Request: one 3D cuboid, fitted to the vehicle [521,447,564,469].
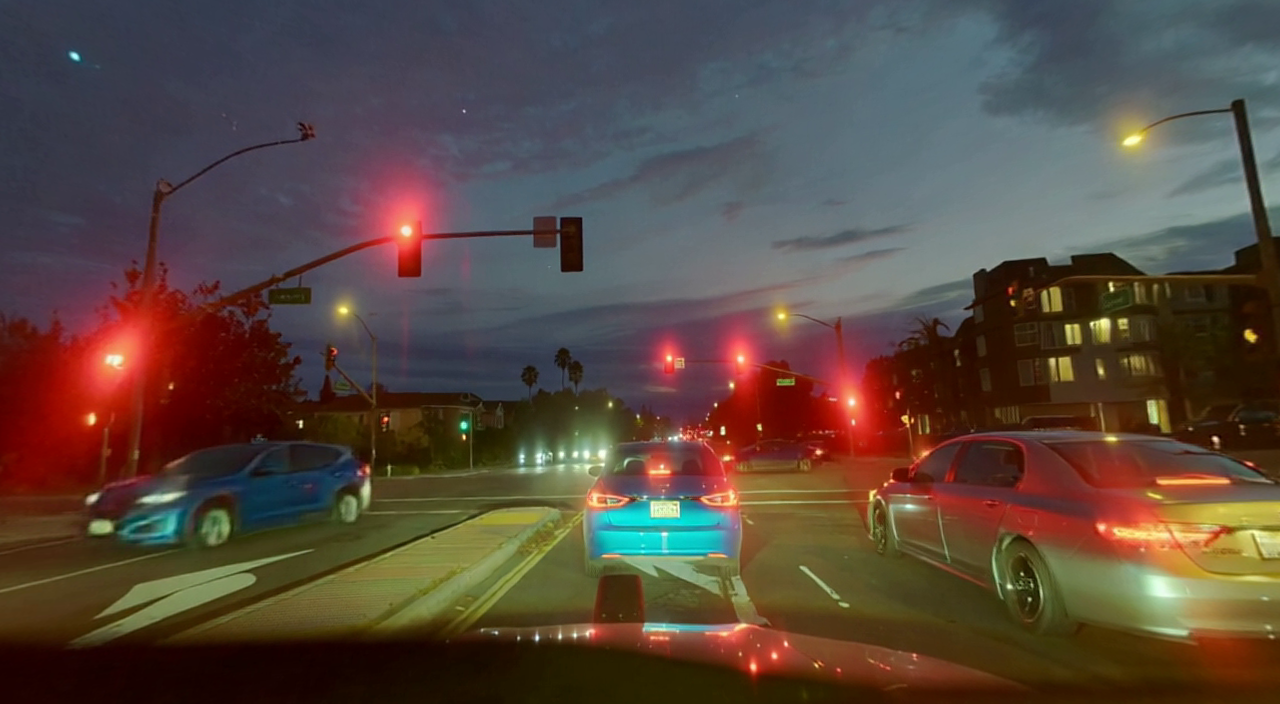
[{"bbox_3d":[-6.917,7.581,45.311,2.093,1.476,4.278,-1,-9,4],"label":"vehicle"}]

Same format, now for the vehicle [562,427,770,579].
[{"bbox_3d":[0.298,1.817,8.331,2.090,1.505,3.756,-1,-9,1],"label":"vehicle"}]

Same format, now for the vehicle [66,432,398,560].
[{"bbox_3d":[-6.599,2.314,11.045,1.996,1.705,4.577,-3,-9,16],"label":"vehicle"}]

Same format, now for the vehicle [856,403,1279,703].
[{"bbox_3d":[3.661,1.341,5.446,1.888,1.486,4.681,0,-9,-1],"label":"vehicle"}]
